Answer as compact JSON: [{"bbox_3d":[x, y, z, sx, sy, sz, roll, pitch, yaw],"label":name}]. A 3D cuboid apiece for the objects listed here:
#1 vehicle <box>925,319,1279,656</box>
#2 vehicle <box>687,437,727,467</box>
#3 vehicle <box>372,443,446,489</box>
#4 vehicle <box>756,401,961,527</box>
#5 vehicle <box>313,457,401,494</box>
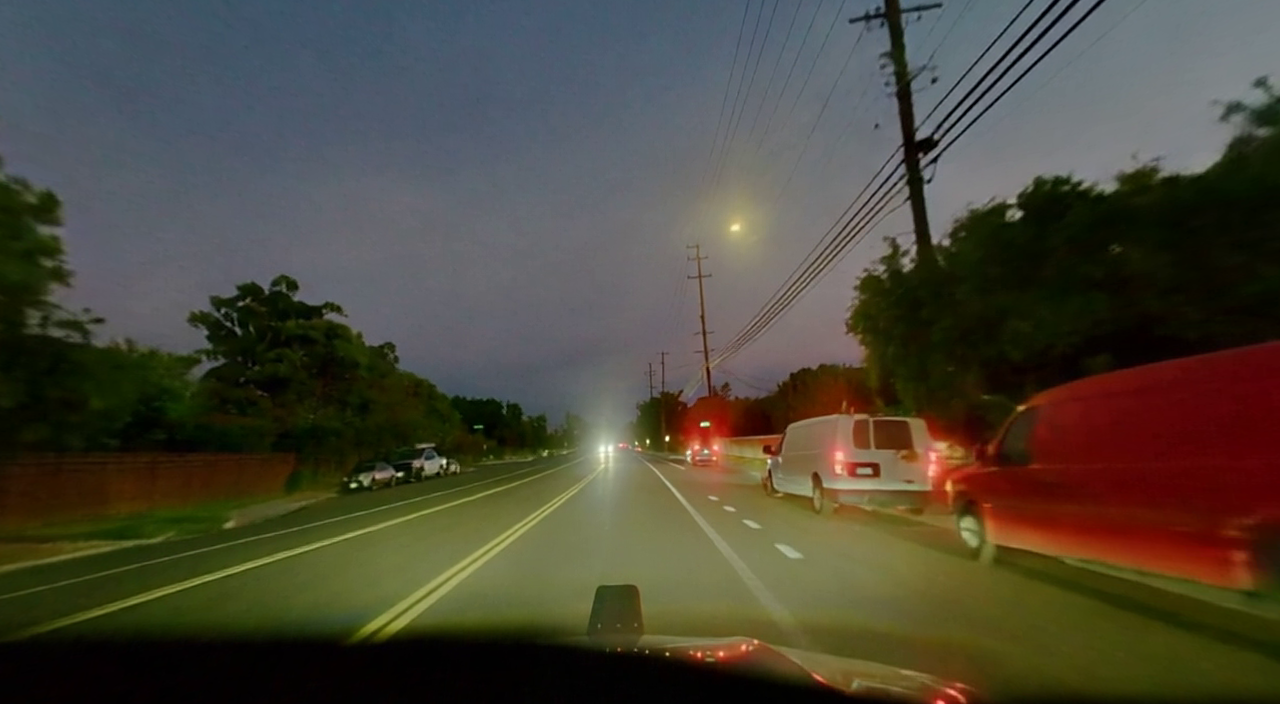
[{"bbox_3d":[5.246,1.110,5.620,2.335,2.193,5.656,1,-9,-5],"label":"vehicle"},{"bbox_3d":[4.741,7.135,45.311,2.238,1.995,5.491,0,-9,0],"label":"vehicle"},{"bbox_3d":[-13.529,6.644,37.413,2.331,2.265,5.888,-2,-7,-1],"label":"vehicle"},{"bbox_3d":[4.552,2.539,14.901,2.578,2.248,7.011,-1,-9,2],"label":"vehicle"},{"bbox_3d":[-13.544,5.900,30.590,2.041,1.573,4.575,0,-9,1],"label":"vehicle"}]
